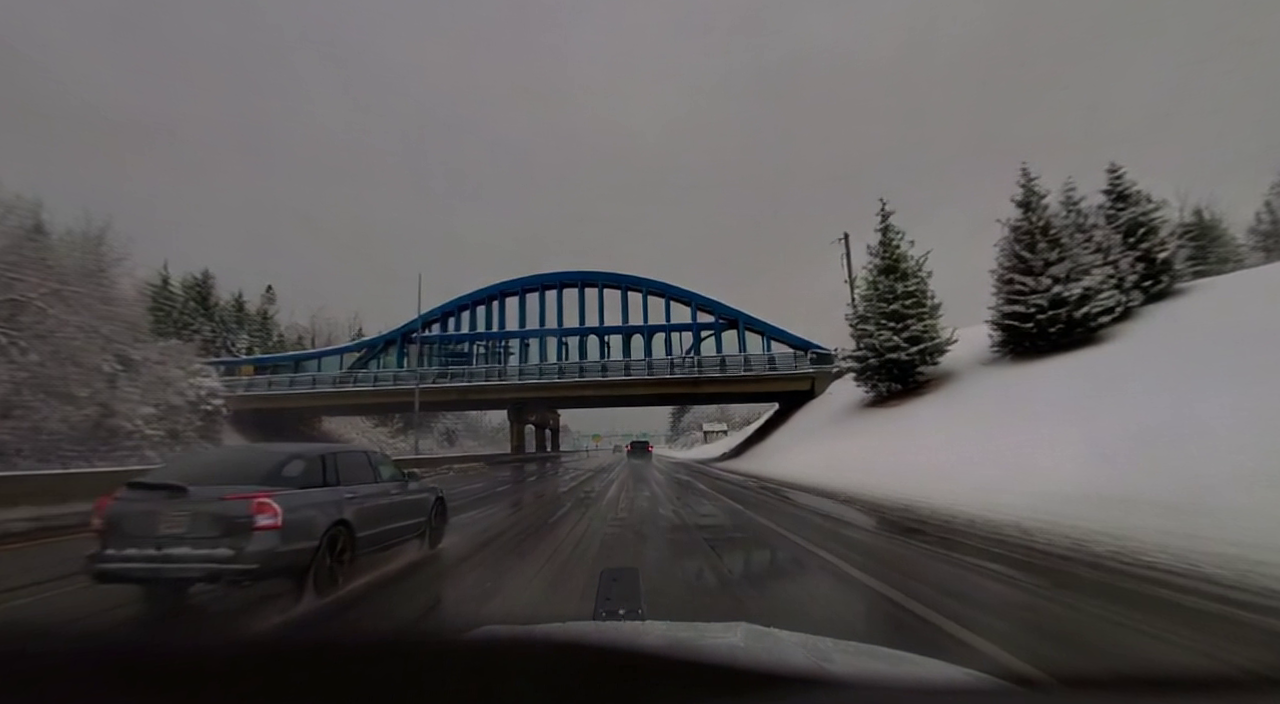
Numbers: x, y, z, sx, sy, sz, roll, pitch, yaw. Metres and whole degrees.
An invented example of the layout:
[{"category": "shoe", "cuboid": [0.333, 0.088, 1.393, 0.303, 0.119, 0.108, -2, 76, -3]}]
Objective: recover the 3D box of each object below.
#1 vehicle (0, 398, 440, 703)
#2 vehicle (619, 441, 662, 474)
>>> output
[{"category": "vehicle", "cuboid": [-3.360, 1.300, 4.731, 2.095, 1.498, 4.854, 0, -9, 0]}, {"category": "vehicle", "cuboid": [0.009, 6.018, 36.161, 2.299, 1.716, 4.579, 0, -9, 0]}]
